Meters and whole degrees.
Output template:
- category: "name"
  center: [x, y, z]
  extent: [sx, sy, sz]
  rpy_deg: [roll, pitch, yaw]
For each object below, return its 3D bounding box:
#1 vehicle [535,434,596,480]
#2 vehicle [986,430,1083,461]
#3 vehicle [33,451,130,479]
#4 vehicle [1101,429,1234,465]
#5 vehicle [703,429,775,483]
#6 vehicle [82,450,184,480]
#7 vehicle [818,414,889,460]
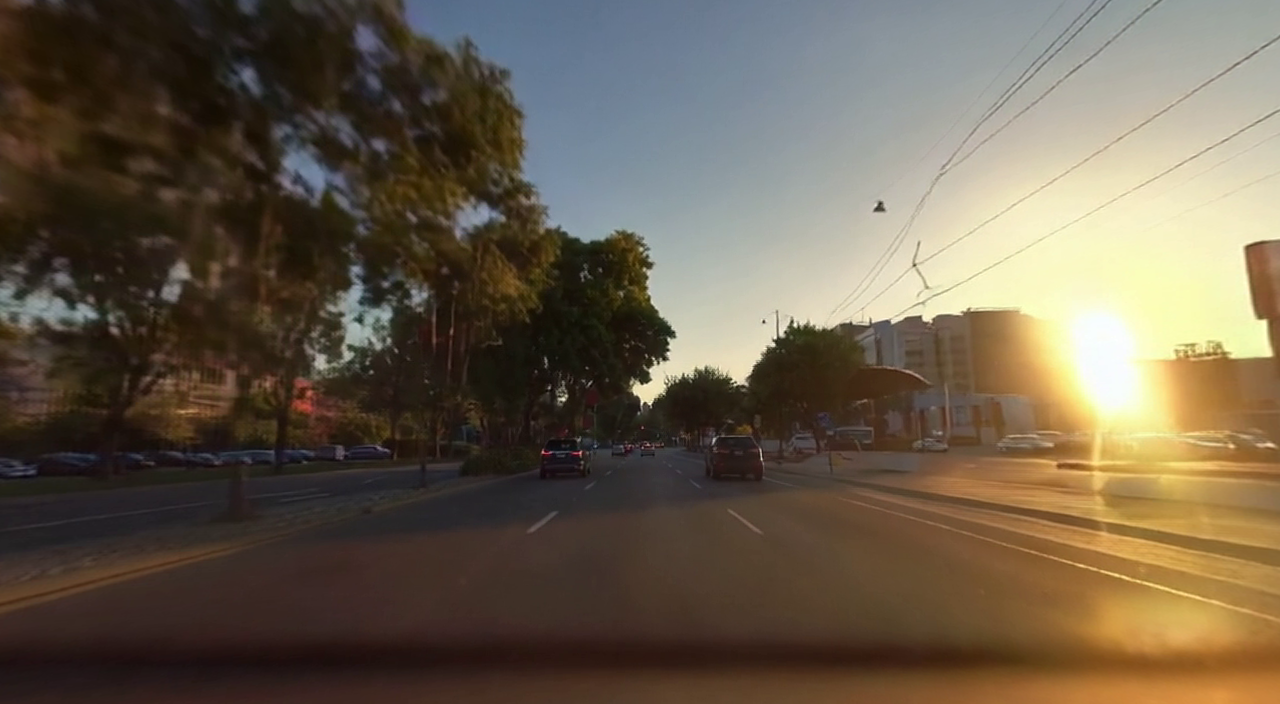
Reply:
- category: "vehicle"
  center: [-3.111, 4.470, 27.028]
  extent: [2.014, 1.775, 4.404]
  rpy_deg: [0, -8, 1]
- category: "vehicle"
  center: [29.541, 6.995, 47.116]
  extent: [5.686, 2.220, 2.112]
  rpy_deg: [0, -8, 4]
- category: "vehicle"
  center: [-36.704, 7.394, 41.440]
  extent: [2.124, 1.713, 4.465]
  rpy_deg: [0, -8, 2]
- category: "vehicle"
  center: [27.189, 4.927, 32.502]
  extent: [4.699, 1.608, 2.379]
  rpy_deg: [-2, -9, -2]
- category: "vehicle"
  center: [3.773, 4.037, 24.677]
  extent: [2.024, 1.921, 4.431]
  rpy_deg: [0, -8, -1]
- category: "vehicle"
  center: [-33.331, 7.383, 41.491]
  extent: [2.099, 1.792, 5.422]
  rpy_deg: [0, -8, 1]
- category: "vehicle"
  center: [16.522, 6.785, 49.155]
  extent: [2.919, 3.125, 7.218]
  rpy_deg: [2, -10, -1]
